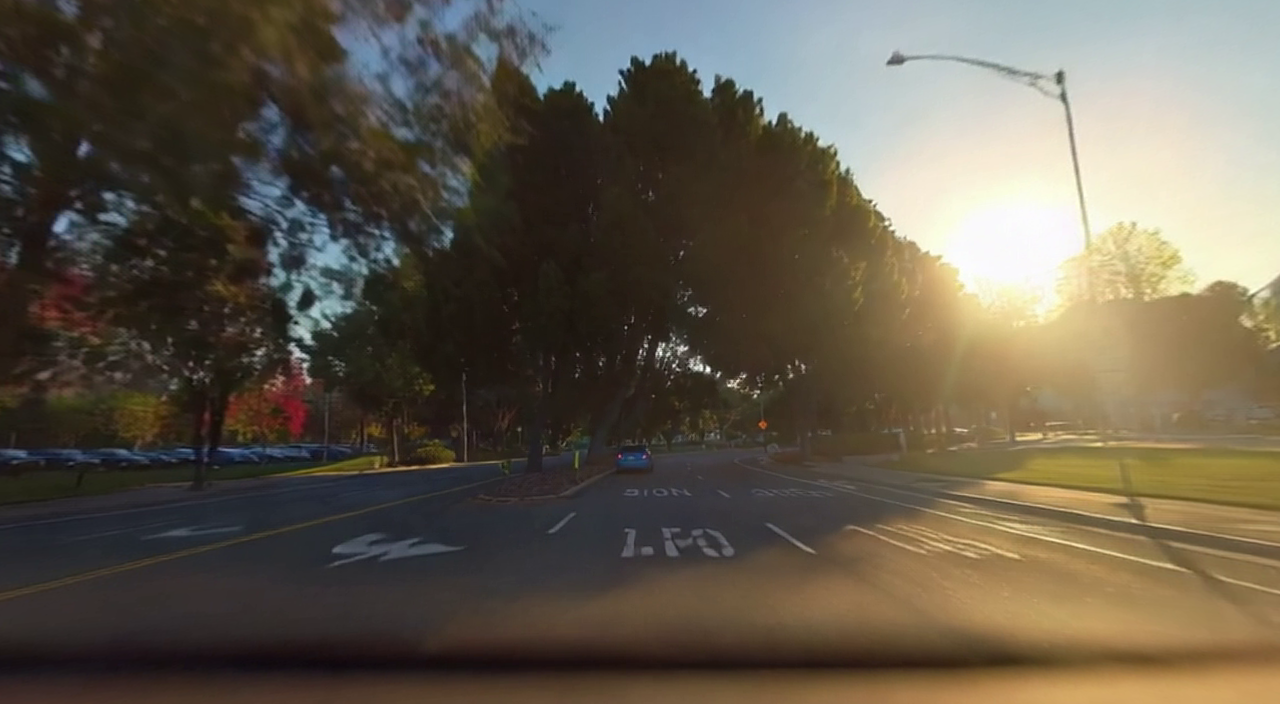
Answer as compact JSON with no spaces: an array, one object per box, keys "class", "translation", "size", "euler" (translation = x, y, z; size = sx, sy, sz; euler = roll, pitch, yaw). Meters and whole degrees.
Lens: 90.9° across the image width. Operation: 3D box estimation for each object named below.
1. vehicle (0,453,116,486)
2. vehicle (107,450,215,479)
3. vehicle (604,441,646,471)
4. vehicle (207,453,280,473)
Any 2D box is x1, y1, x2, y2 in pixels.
[{"class":"vehicle","translation":[-30.335,6.047,32.689],"size":[4.455,1.566,2.029],"euler":[0,-8,-2]},{"class":"vehicle","translation":[-30.387,7.122,40.129],"size":[4.923,1.697,2.209],"euler":[0,-8,-4]},{"class":"vehicle","translation":[-0.724,5.454,33.270],"size":[1.978,1.499,3.915],"euler":[-1,-8,2]},{"class":"vehicle","translation":[-30.098,8.445,47.977],"size":[4.309,1.433,1.818],"euler":[0,-8,-1]}]
